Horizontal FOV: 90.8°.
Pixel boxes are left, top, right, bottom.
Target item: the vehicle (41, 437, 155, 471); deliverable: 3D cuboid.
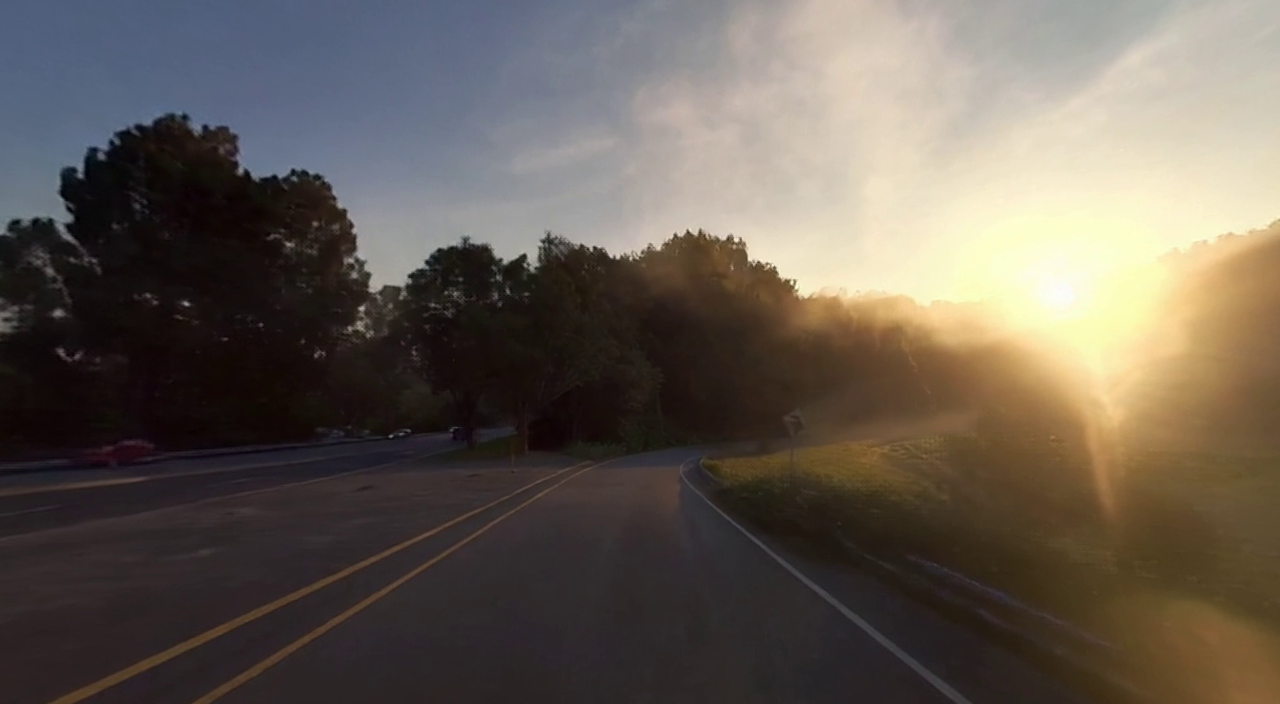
[{"bbox_3d":[-29.994,5.651,35.269,1.885,1.719,5.522,1,-9,-6],"label":"vehicle"}]
